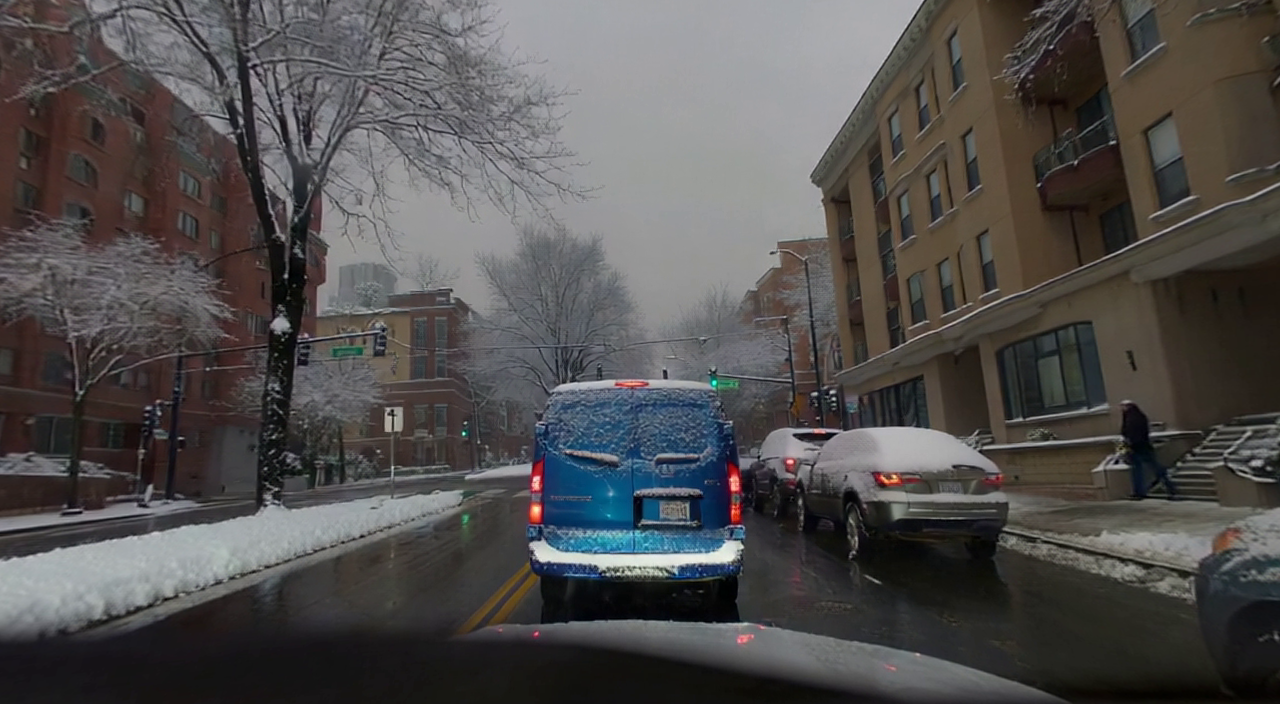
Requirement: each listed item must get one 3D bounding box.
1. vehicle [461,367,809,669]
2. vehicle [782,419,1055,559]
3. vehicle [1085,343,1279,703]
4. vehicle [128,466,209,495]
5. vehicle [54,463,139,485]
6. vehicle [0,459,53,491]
[{"bbox_3d":[-0.027,1.326,6.048,2.101,1.828,4.270,0,-9,0],"label":"vehicle"},{"bbox_3d":[3.923,2.017,10.083,2.061,1.676,4.734,0,-9,-2],"label":"vehicle"},{"bbox_3d":[3.814,0.692,1.735,2.157,1.748,4.130,0,-9,1],"label":"vehicle"},{"bbox_3d":[-33.243,9.065,44.532,4.292,1.492,1.772,-6,-14,-1],"label":"vehicle"},{"bbox_3d":[-38.439,8.628,44.646,4.396,1.458,1.809,-1,-9,2],"label":"vehicle"},{"bbox_3d":[-35.489,6.836,35.123,3.843,1.680,1.782,-1,-9,3],"label":"vehicle"}]
